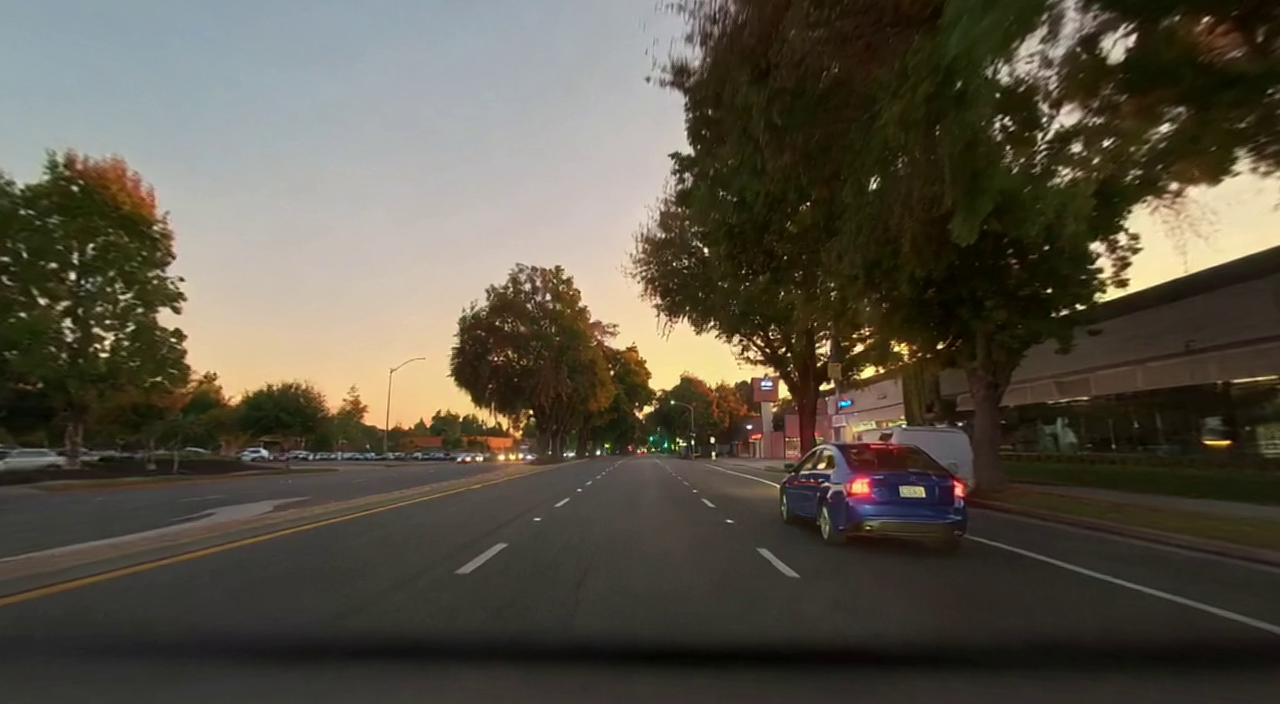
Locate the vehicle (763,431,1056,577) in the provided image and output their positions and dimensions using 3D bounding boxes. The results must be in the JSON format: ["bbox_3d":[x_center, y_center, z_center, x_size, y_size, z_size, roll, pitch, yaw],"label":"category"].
[{"bbox_3d":[3.238,1.906,8.841,2.004,1.470,4.544,0,-8,-1],"label":"vehicle"}]
